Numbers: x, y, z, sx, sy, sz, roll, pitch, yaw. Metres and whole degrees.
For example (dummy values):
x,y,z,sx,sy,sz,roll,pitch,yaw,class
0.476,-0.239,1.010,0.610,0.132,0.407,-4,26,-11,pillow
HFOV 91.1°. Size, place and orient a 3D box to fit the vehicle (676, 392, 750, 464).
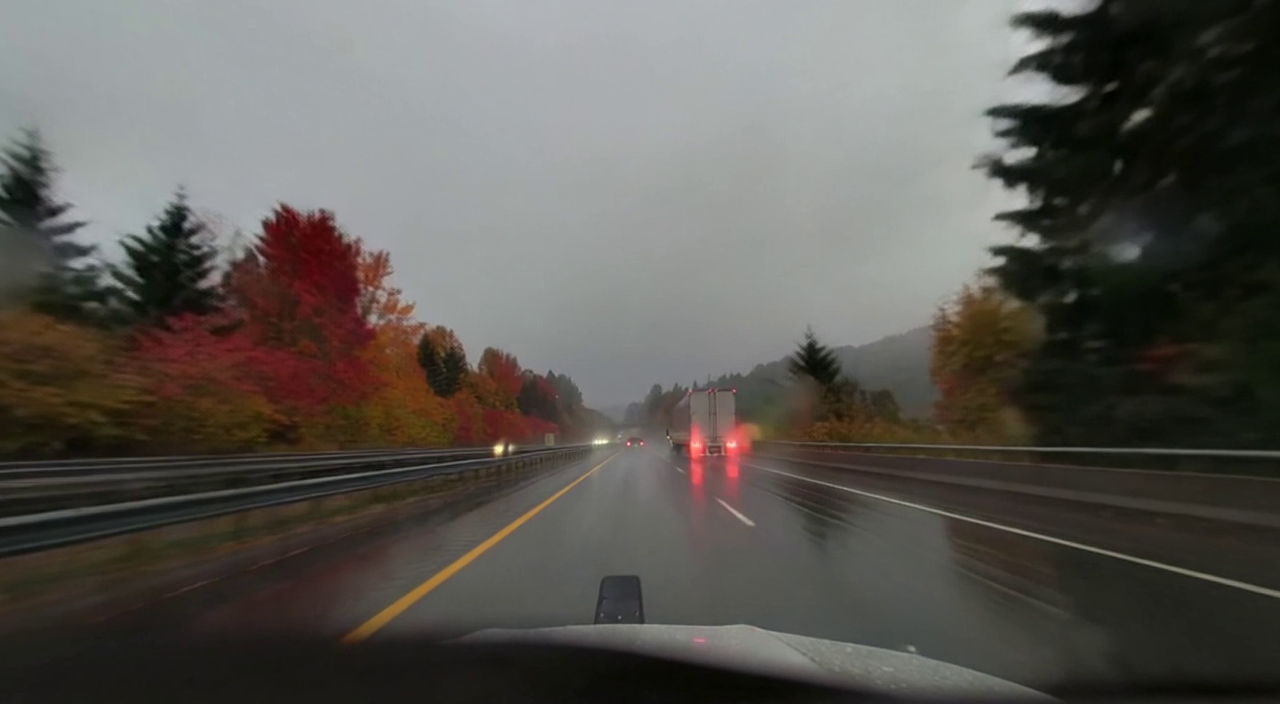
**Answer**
x,y,z,sx,sy,sz,roll,pitch,yaw,class
4.180,4.744,38.454,3.348,3.847,8.908,0,-8,-1,vehicle
